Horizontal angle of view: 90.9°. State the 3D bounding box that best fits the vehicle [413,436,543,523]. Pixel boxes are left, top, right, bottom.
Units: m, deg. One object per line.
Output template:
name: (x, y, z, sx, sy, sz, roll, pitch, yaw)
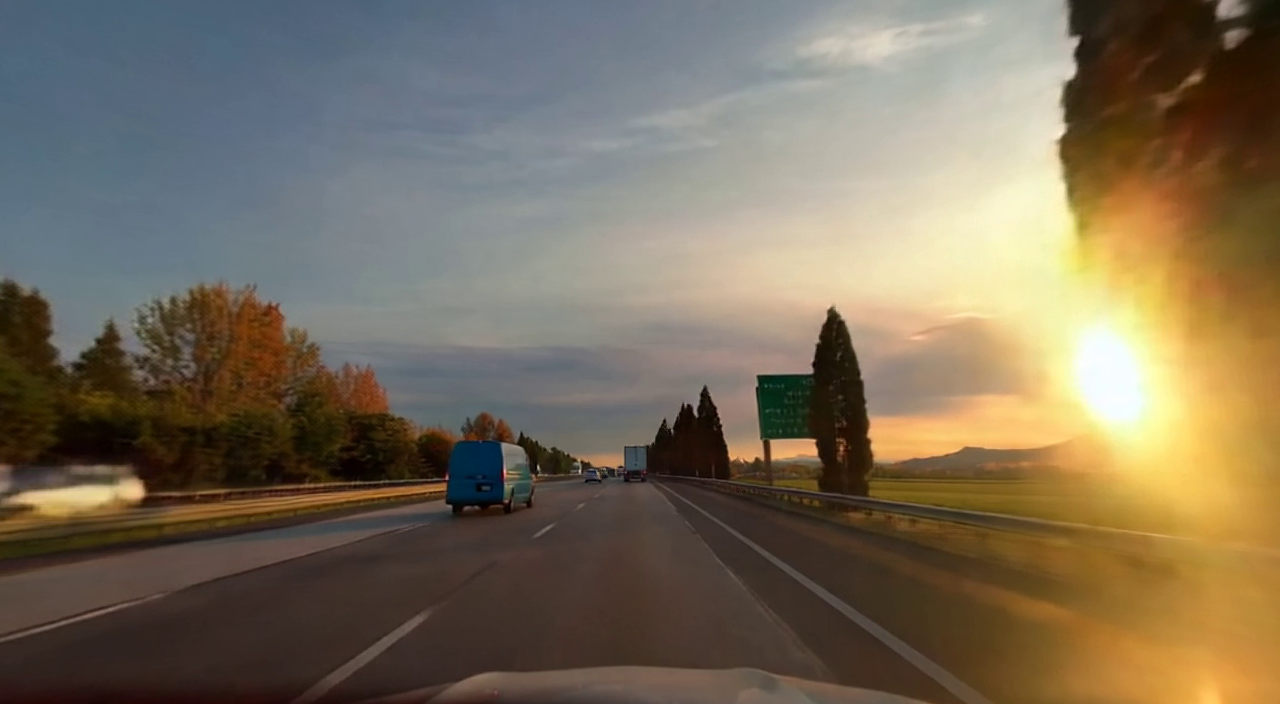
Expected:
vehicle: (-4.125, 3.391, 17.033, 2.208, 1.973, 4.716, 1, -10, 0)
